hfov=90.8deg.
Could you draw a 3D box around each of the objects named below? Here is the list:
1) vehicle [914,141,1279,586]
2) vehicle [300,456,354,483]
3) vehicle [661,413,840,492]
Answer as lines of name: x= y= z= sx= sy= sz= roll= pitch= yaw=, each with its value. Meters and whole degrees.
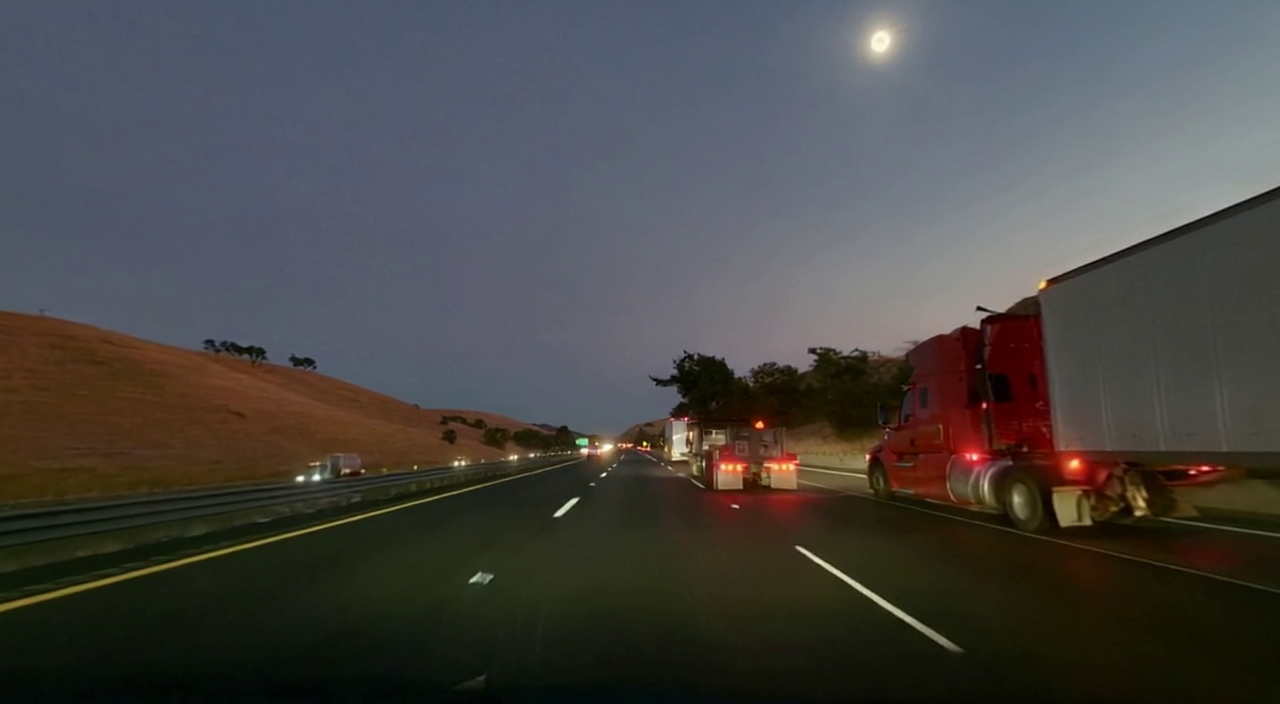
vehicle: x=7.570 y=0.045 z=5.609 sx=2.935 sy=4.187 sz=16.357 roll=0 pitch=-9 yaw=0
vehicle: x=-23.104 y=8.665 z=46.838 sx=1.897 sy=1.819 sz=4.093 roll=0 pitch=-9 yaw=0
vehicle: x=3.303 y=3.132 z=19.885 sx=5.075 sy=2.277 sz=2.365 roll=0 pitch=-9 yaw=-3
